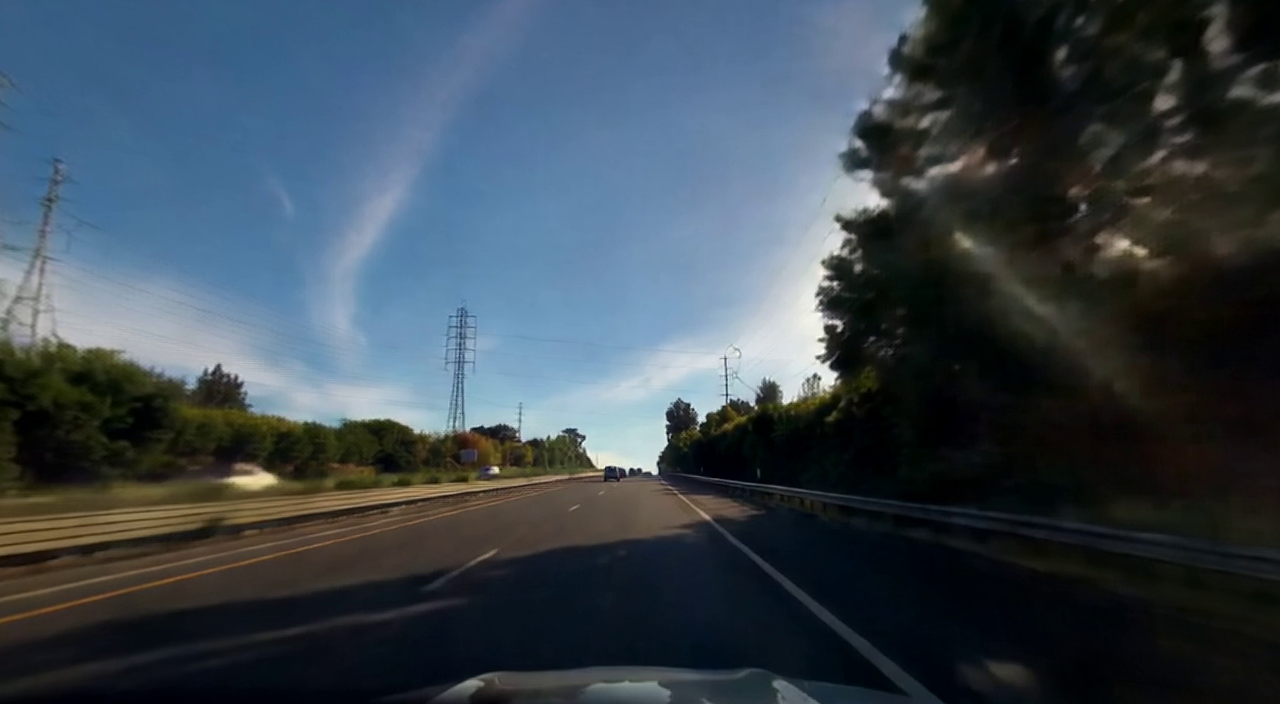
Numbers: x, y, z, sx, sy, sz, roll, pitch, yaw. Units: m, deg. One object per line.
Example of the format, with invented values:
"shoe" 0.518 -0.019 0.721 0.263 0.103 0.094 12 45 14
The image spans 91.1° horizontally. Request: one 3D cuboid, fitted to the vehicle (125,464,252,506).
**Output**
"vehicle" -19.245 5.676 27.103 1.947 1.607 4.653 0 -11 1
